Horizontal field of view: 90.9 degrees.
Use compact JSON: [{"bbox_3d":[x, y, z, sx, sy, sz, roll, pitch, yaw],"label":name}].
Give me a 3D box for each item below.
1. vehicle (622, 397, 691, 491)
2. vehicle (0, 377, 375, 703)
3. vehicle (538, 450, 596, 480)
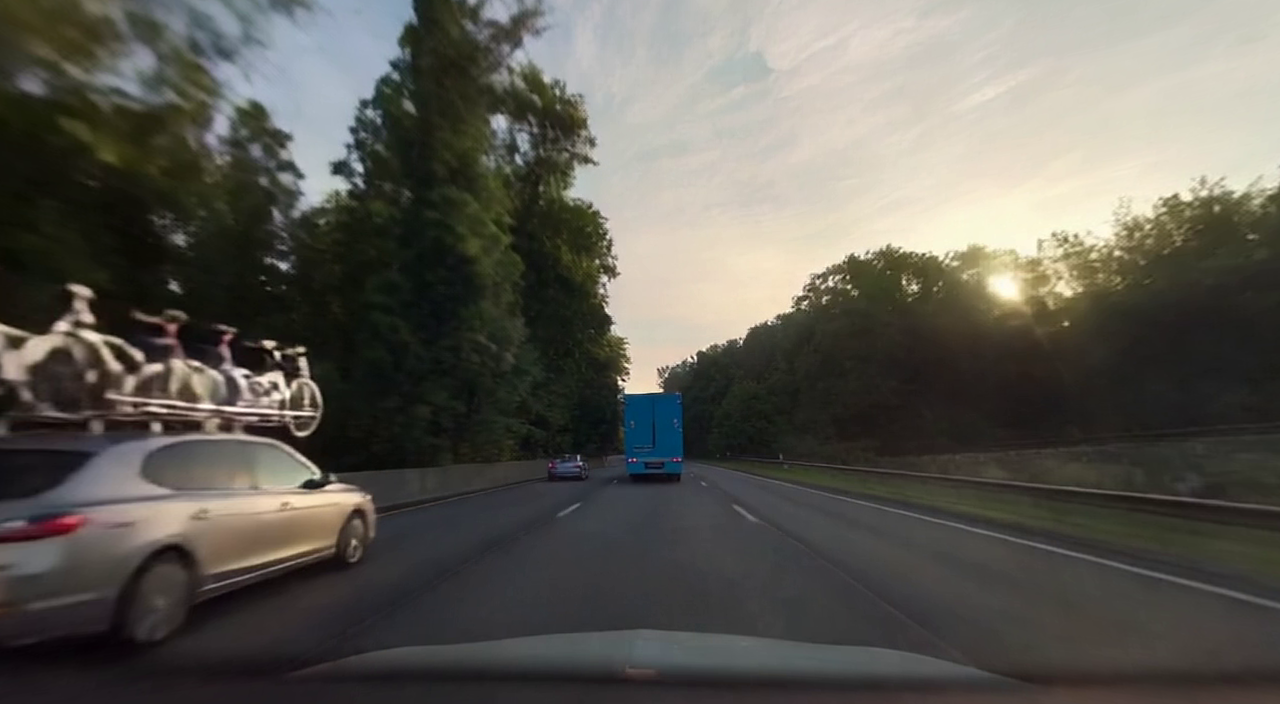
[{"bbox_3d":[0.870,4.511,30.726,2.821,3.878,8.925,0,-9,2],"label":"vehicle"},{"bbox_3d":[-4.195,1.240,4.993,2.018,1.632,4.722,0,-9,2],"label":"vehicle"},{"bbox_3d":[-3.597,5.672,31.867,2.133,1.358,4.870,0,-9,3],"label":"vehicle"}]
